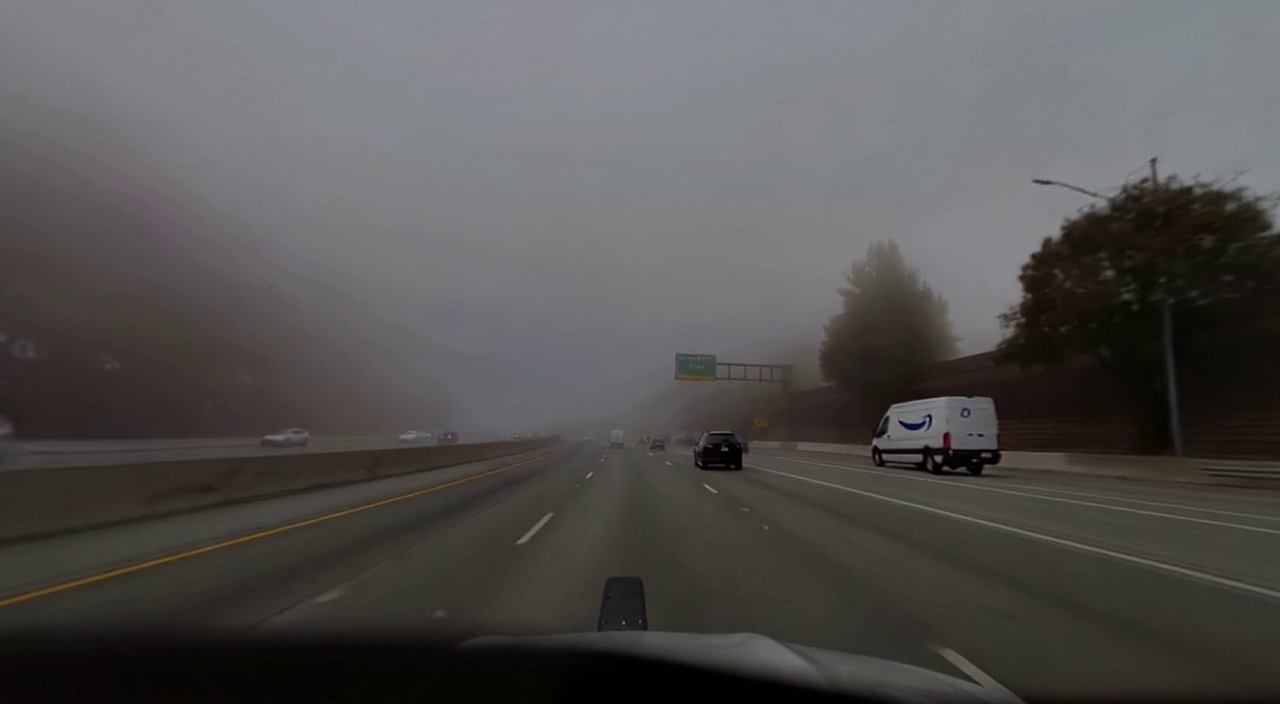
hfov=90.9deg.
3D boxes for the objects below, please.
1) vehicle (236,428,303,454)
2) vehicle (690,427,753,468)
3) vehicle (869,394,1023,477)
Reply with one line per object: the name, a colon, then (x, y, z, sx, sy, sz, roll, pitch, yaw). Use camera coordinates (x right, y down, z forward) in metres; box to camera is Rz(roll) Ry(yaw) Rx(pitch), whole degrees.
vehicle: (-25.542, 6.160, 43.659, 1.940, 1.675, 4.621, 0, -8, -2)
vehicle: (3.609, 4.344, 28.819, 2.141, 1.732, 4.279, 0, -8, -3)
vehicle: (11.671, 3.337, 24.910, 2.274, 2.802, 6.802, 0, -8, -3)
